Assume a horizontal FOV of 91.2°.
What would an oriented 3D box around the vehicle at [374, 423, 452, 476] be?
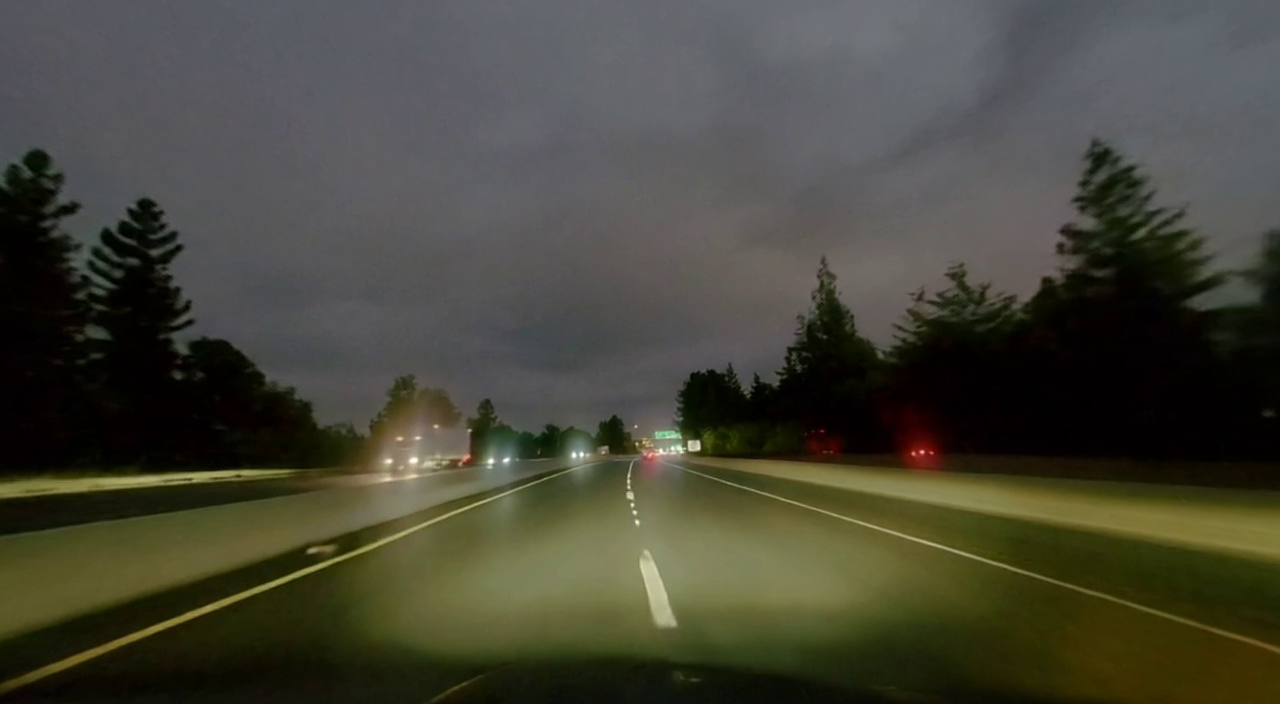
[{"bbox_3d":[-15.604,6.796,43.719,2.732,3.283,7.013,-1,-9,0],"label":"vehicle"}]
